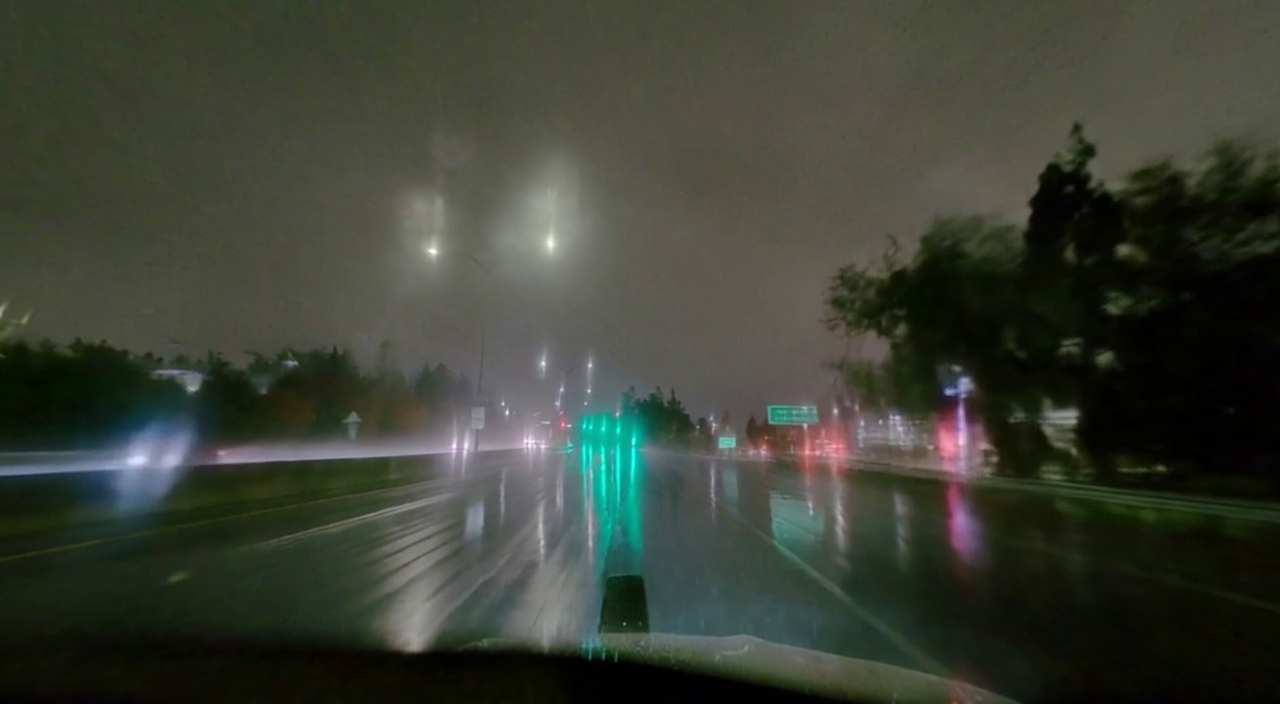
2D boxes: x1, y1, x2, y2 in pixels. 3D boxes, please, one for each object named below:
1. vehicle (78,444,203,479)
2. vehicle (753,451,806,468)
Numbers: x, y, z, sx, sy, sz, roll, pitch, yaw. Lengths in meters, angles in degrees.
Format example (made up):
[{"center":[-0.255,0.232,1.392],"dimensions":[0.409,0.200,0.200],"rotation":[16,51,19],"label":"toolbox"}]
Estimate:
[{"center":[-22.501,4.924,28.681],"dimensions":[2.025,1.460,4.403],"rotation":[0,-8,0],"label":"vehicle"},{"center":[9.087,7.047,41.475],"dimensions":[2.635,1.057,4.249],"rotation":[0,-9,1],"label":"vehicle"}]
